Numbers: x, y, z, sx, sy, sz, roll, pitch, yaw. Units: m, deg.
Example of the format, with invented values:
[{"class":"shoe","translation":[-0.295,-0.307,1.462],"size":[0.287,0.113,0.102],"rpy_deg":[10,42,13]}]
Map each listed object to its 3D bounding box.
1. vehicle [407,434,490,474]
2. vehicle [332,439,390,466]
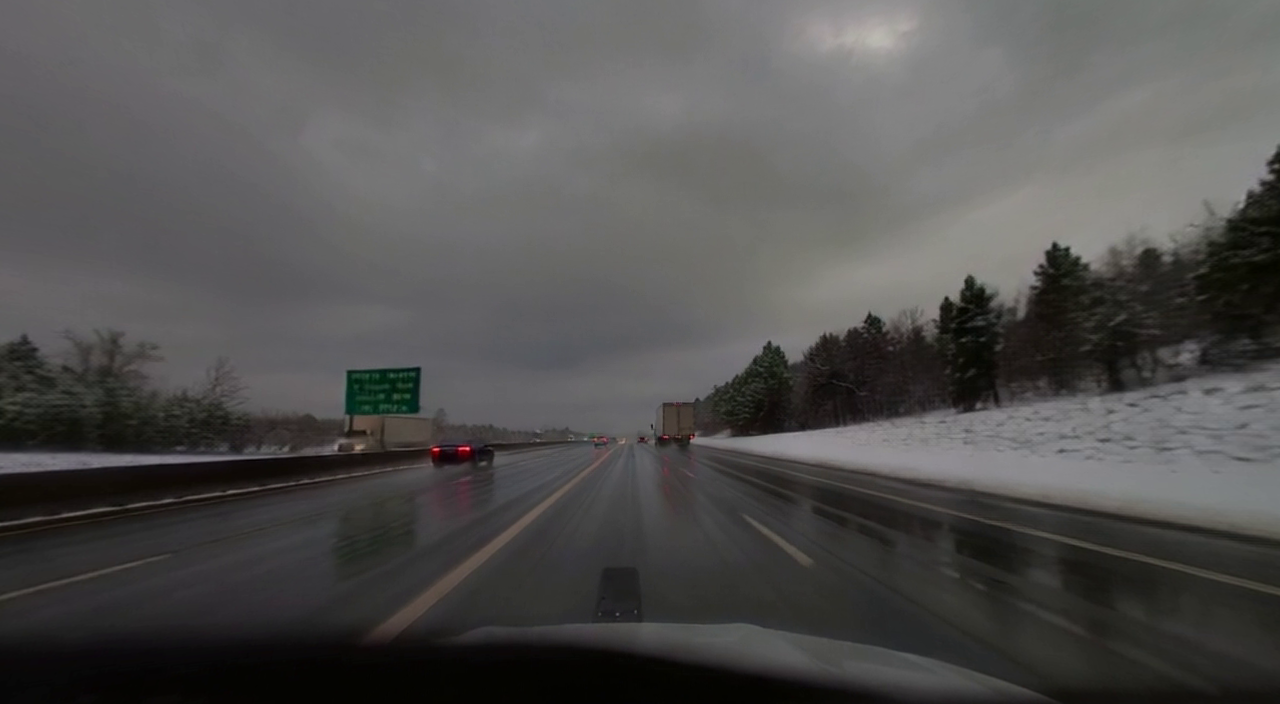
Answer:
[{"class":"vehicle","translation":[-7.483,4.002,25.127],"size":[2.018,1.454,4.290],"rpy_deg":[0,-8,-1]},{"class":"vehicle","translation":[-15.931,5.739,36.190],"size":[1.719,1.415,3.545],"rpy_deg":[0,-8,-1]}]
